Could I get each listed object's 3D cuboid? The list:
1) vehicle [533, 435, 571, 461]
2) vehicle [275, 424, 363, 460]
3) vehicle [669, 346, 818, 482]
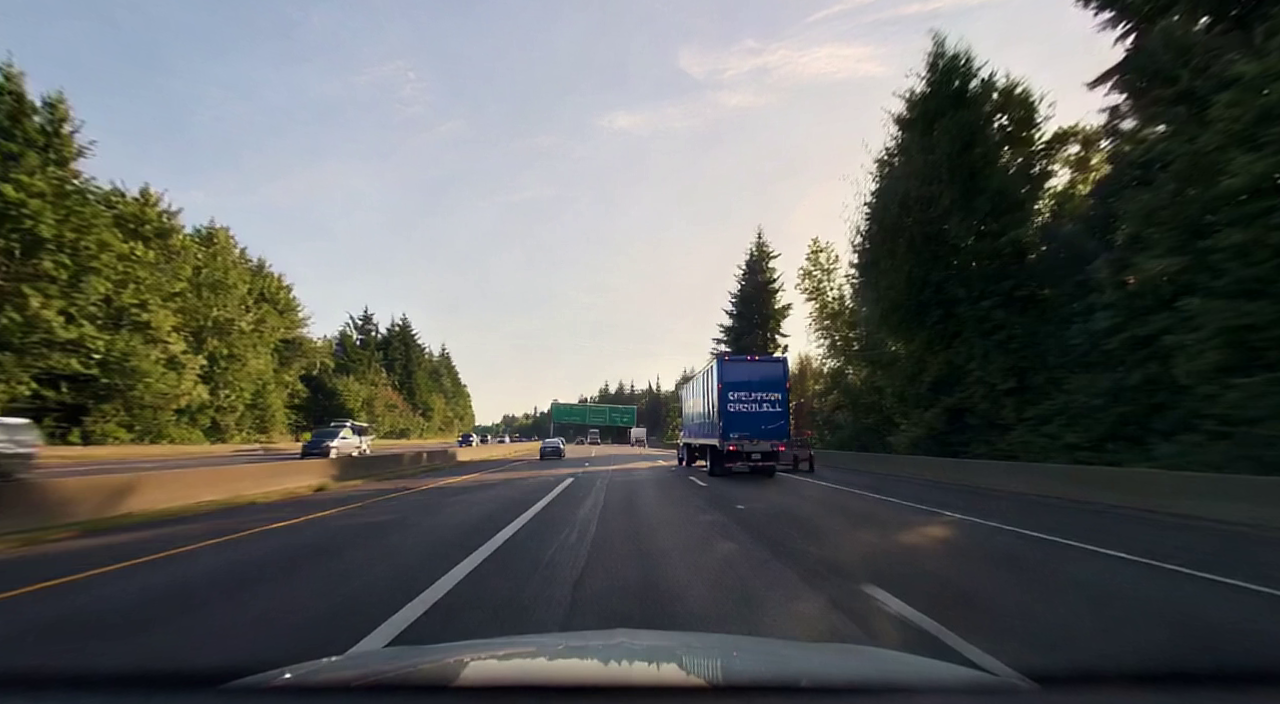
[{"bbox_3d":[-5.516,6.049,39.900,2.030,1.547,3.862,0,-8,-3],"label":"vehicle"},{"bbox_3d":[-15.723,4.436,31.170,2.130,1.667,4.524,0,-8,-2],"label":"vehicle"},{"bbox_3d":[3.438,2.799,26.040,2.910,4.051,14.278,0,-8,-3],"label":"vehicle"}]
